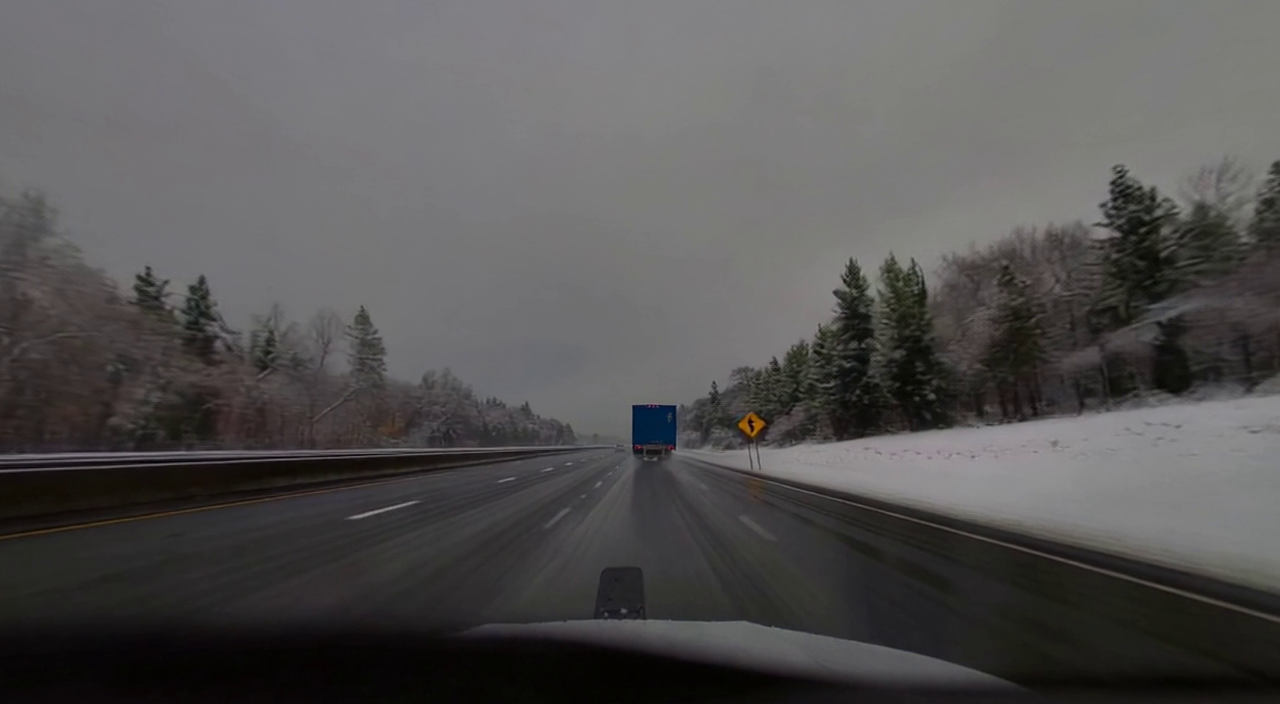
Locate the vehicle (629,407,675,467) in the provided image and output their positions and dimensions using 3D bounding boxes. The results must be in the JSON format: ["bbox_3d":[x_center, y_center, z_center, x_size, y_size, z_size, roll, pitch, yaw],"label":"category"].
[{"bbox_3d":[0.730,6.595,48.047,3.055,4.009,10.972,0,-9,-1],"label":"vehicle"}]
